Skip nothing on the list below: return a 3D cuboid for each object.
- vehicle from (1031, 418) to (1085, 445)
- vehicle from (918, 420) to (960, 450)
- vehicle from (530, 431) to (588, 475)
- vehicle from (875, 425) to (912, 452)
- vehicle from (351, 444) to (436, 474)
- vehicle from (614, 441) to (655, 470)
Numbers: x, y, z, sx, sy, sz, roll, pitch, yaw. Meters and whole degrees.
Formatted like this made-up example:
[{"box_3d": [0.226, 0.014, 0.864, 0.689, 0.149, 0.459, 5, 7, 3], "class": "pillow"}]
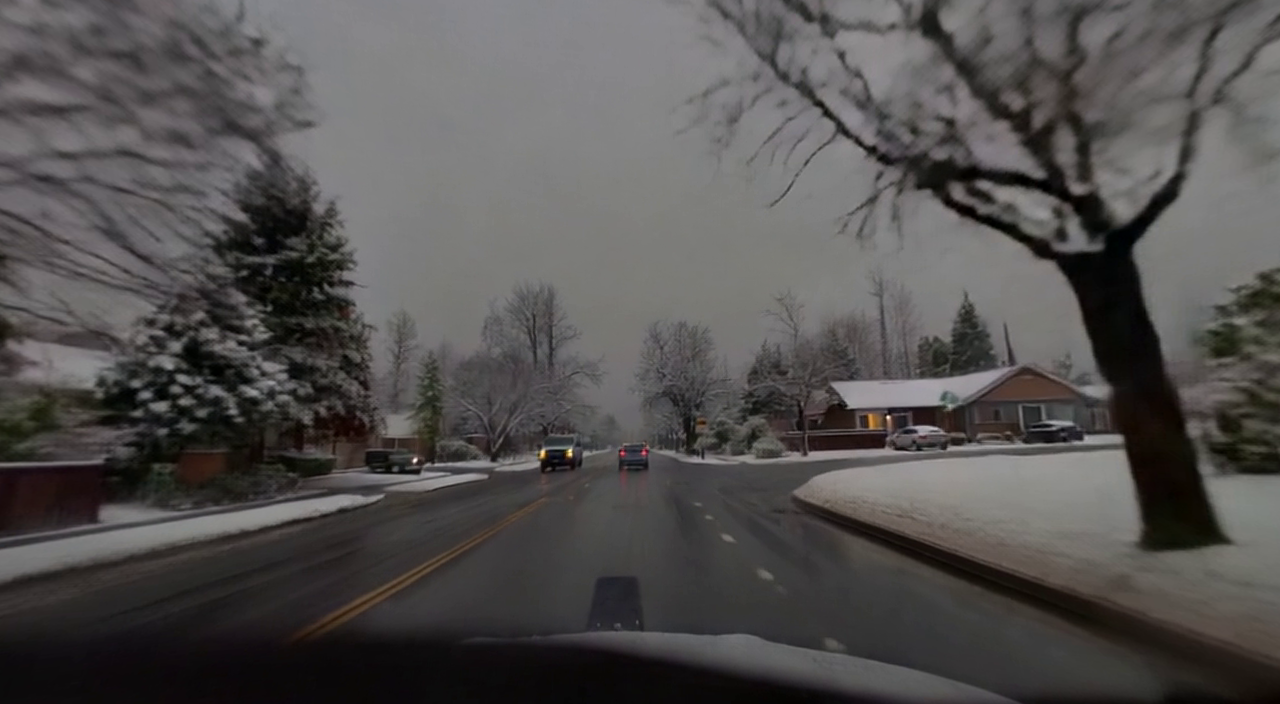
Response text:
[{"box_3d": [25.327, 4.780, 38.388, 1.603, 1.430, 3.662, -3, -6, 15], "class": "vehicle"}, {"box_3d": [19.542, 5.373, 41.442, 2.114, 1.677, 4.707, -5, -6, 22], "class": "vehicle"}, {"box_3d": [-4.459, 5.662, 35.602, 2.451, 2.182, 5.485, -2, -9, 0], "class": "vehicle"}, {"box_3d": [16.931, 5.732, 42.252, 1.979, 1.434, 4.607, -7, -7, 21], "class": "vehicle"}, {"box_3d": [-14.992, 6.515, 38.562, 4.223, 1.753, 2.134, -1, -9, 6], "class": "vehicle"}, {"box_3d": [-0.291, 5.605, 34.412, 2.098, 1.483, 4.099, 0, -9, -1], "class": "vehicle"}]
